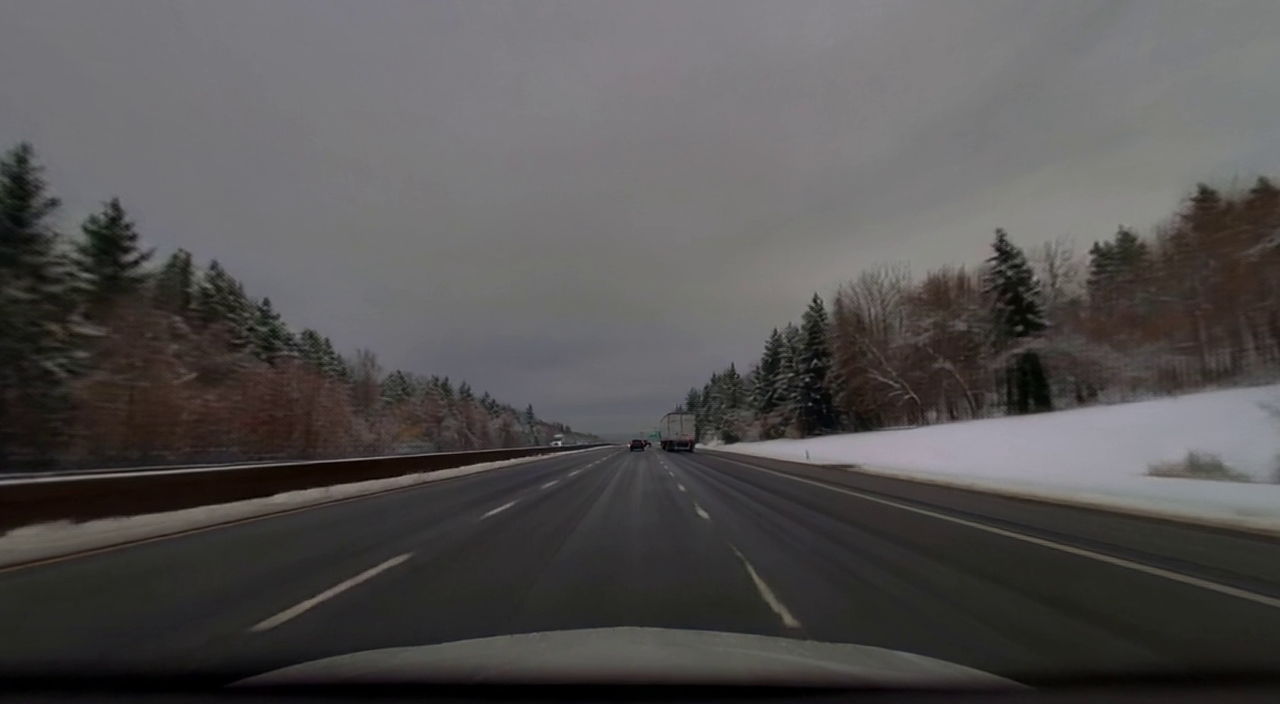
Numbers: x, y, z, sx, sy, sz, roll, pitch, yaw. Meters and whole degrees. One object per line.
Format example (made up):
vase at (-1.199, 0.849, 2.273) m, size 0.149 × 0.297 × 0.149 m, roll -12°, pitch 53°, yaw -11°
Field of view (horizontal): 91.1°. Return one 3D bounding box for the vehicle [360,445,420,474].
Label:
vehicle at (-14.131, 6.081, 35.712) m, size 1.750 × 1.472 × 3.889 m, roll -1°, pitch -8°, yaw 0°
